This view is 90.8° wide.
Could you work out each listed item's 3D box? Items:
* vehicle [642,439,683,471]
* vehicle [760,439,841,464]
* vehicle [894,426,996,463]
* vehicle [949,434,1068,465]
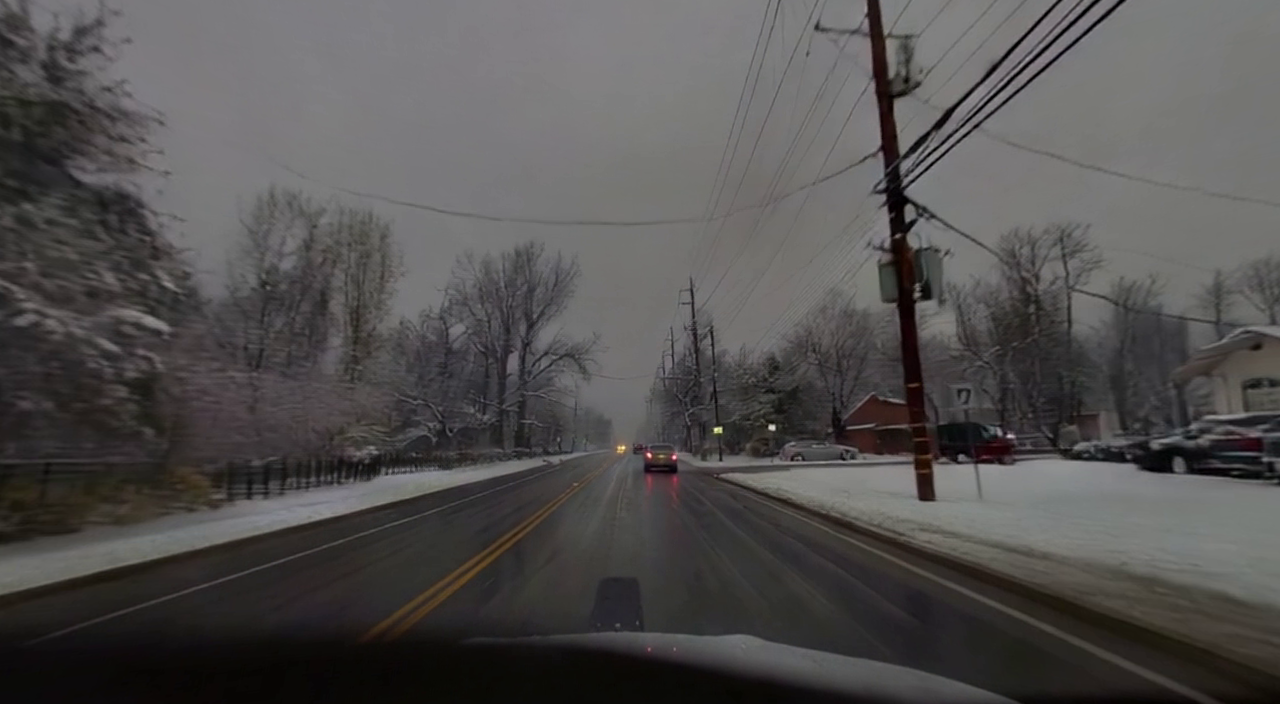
[{"bbox_3d":[1.080,5.191,31.997,1.975,1.497,3.647,0,-9,0],"label":"vehicle"},{"bbox_3d":[9.910,6.184,39.273,4.511,1.473,1.962,1,-8,-2],"label":"vehicle"},{"bbox_3d":[17.382,5.282,36.173,4.635,2.026,2.258,0,-9,-4],"label":"vehicle"},{"bbox_3d":[19.276,5.109,33.238,4.869,1.477,2.076,-1,-9,2],"label":"vehicle"}]
